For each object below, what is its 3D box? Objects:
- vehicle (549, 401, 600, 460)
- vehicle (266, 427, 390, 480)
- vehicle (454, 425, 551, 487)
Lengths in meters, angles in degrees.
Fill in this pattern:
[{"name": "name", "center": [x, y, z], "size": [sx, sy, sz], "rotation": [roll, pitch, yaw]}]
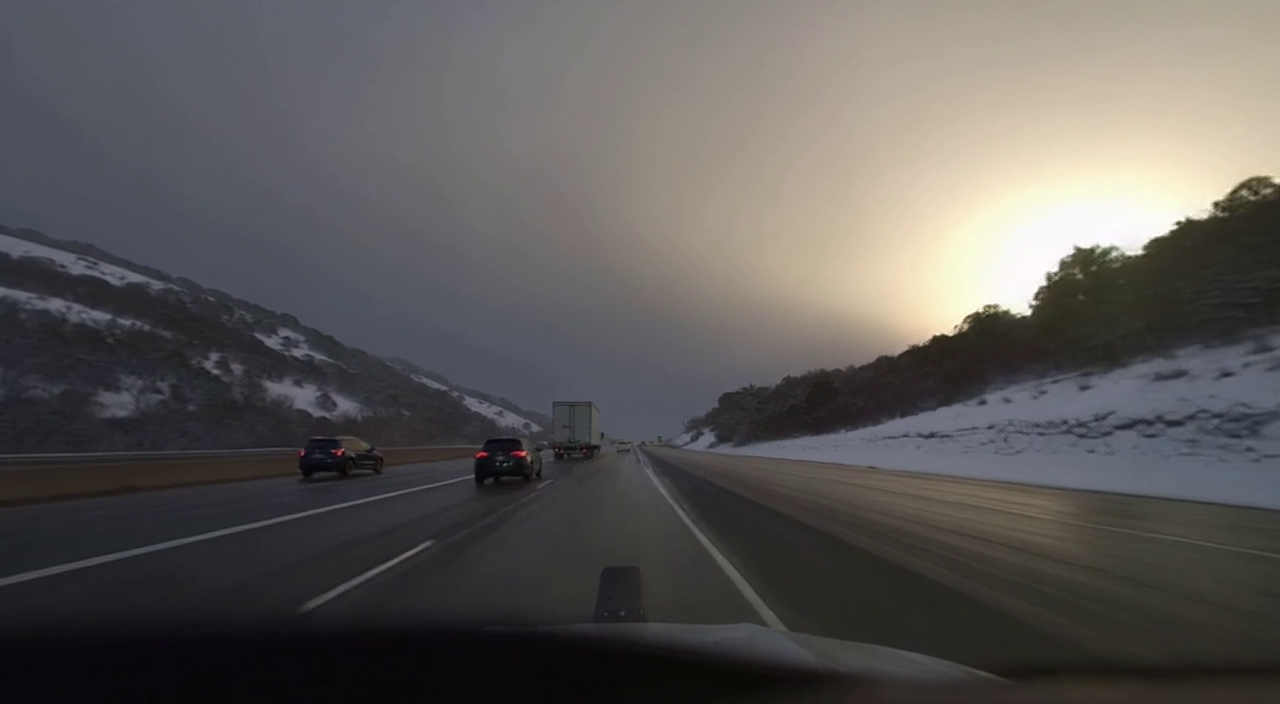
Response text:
[{"name": "vehicle", "center": [-4.699, 6.053, 47.486], "size": [2.981, 3.860, 11.022], "rotation": [0, -8, -2]}, {"name": "vehicle", "center": [-12.044, 3.974, 24.817], "size": [2.130, 1.828, 5.523], "rotation": [0, -8, -1]}, {"name": "vehicle", "center": [-4.193, 3.268, 19.967], "size": [2.099, 1.734, 4.413], "rotation": [0, -8, 0]}]
